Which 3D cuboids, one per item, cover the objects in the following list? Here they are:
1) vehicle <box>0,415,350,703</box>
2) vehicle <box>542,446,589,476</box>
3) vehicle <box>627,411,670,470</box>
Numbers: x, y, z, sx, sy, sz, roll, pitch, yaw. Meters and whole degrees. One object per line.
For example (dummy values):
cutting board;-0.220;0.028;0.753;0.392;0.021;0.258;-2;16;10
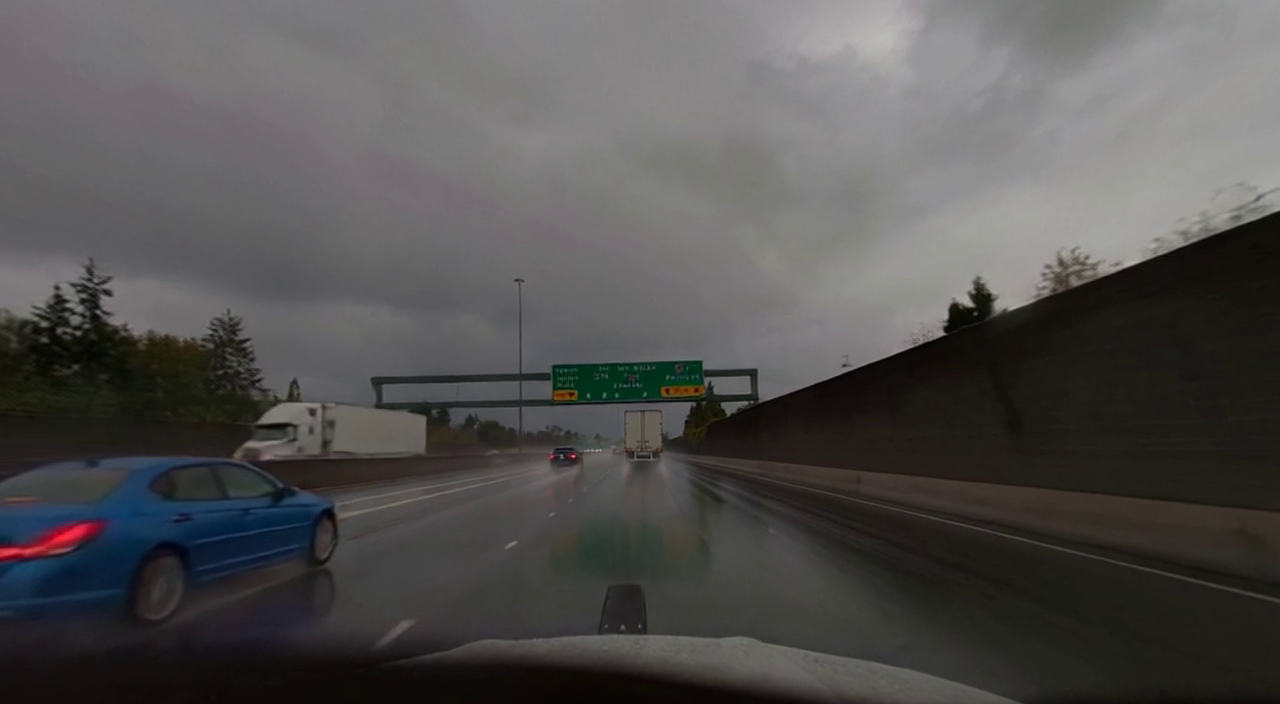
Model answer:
vehicle;-4.260;1.284;4.647;1.977;1.478;4.702;0;-9;0
vehicle;-4.007;5.933;34.629;1.974;1.531;4.429;0;-9;1
vehicle;0.632;6.852;48.435;2.980;4.051;10.359;0;-9;0
